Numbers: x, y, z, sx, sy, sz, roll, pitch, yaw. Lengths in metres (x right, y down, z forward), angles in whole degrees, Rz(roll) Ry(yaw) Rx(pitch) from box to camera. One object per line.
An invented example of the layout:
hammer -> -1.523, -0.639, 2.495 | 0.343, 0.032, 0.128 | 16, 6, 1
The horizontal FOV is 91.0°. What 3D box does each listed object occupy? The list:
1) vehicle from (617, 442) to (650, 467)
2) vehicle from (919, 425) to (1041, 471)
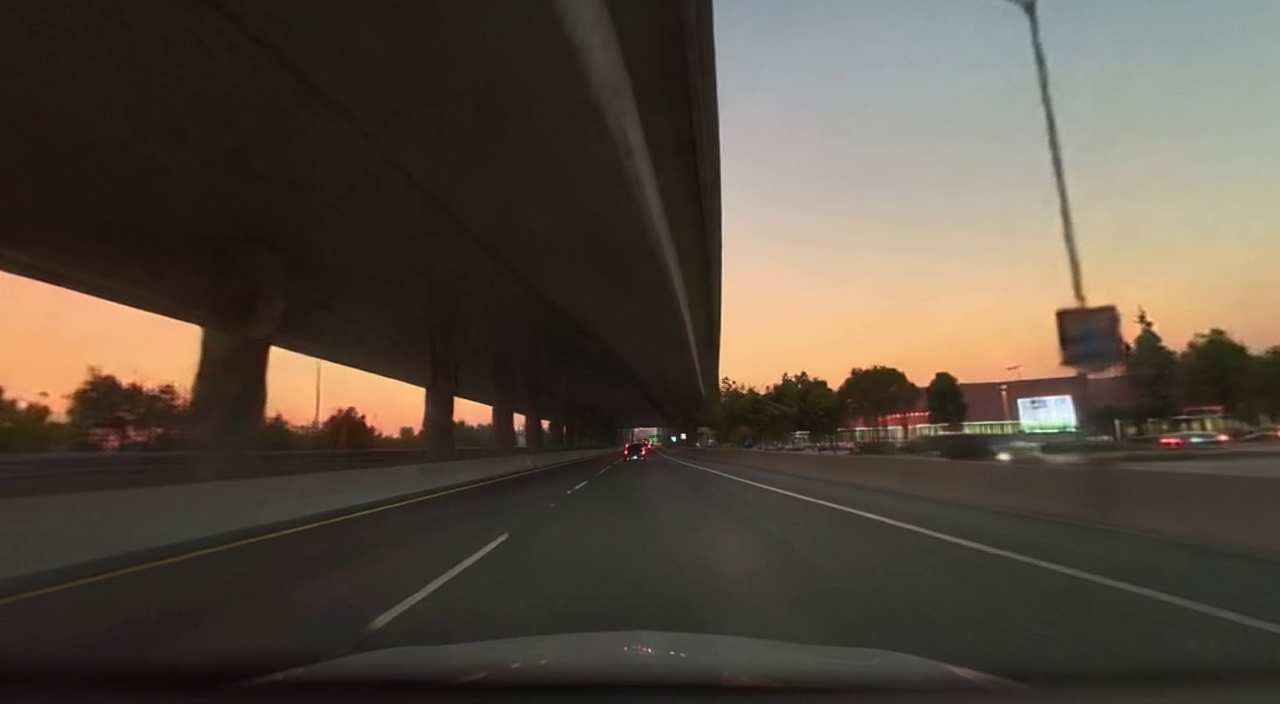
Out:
vehicle -> -0.438, 6.978, 43.010 | 2.110, 1.555, 4.431 | 0, -9, -1
vehicle -> 16.100, 4.637, 30.373 | 2.328, 1.970, 5.972 | 0, -9, -2
